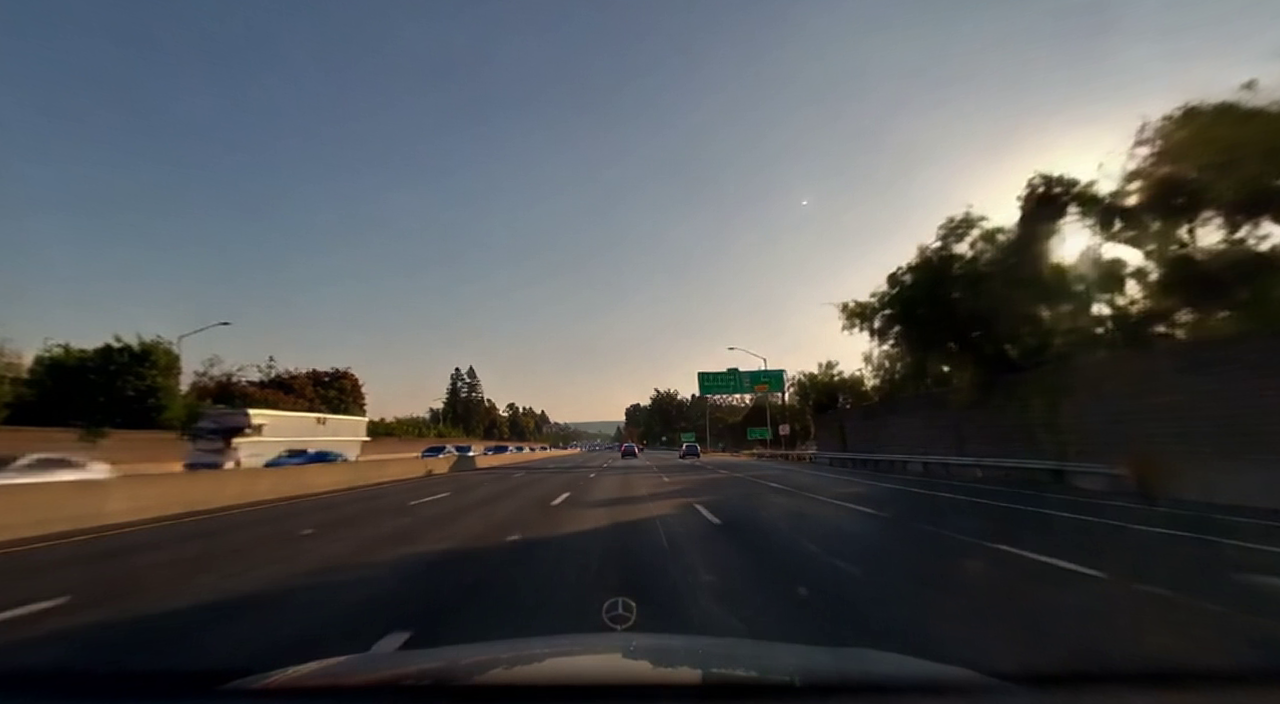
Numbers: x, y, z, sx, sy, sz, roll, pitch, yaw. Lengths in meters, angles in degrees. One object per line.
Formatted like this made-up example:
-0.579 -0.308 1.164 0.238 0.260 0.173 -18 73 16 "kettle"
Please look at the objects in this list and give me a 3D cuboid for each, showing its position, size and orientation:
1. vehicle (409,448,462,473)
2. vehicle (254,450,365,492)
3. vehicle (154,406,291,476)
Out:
-13.163 6.973 40.916 1.908 1.467 4.603 0 -9 0 "vehicle"
-12.898 4.628 24.995 1.985 1.447 4.438 0 -9 0 "vehicle"
-26.706 5.820 41.133 3.106 4.036 8.331 0 -9 0 "vehicle"
